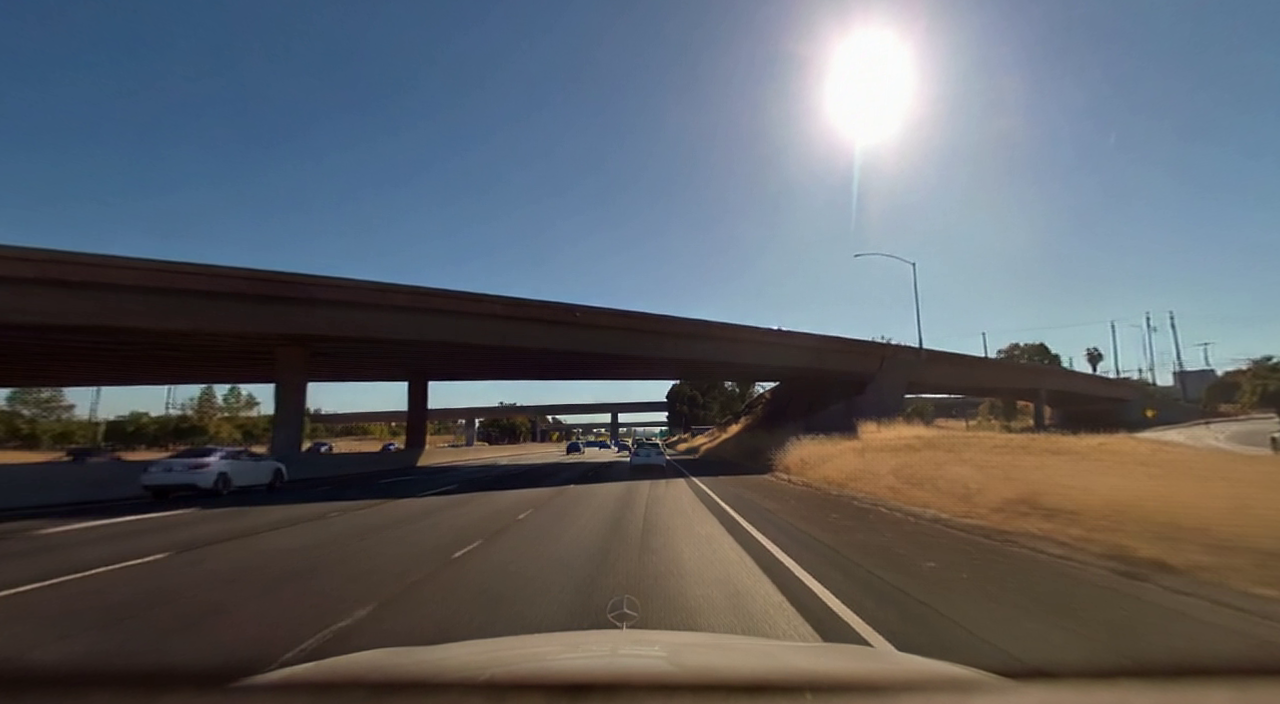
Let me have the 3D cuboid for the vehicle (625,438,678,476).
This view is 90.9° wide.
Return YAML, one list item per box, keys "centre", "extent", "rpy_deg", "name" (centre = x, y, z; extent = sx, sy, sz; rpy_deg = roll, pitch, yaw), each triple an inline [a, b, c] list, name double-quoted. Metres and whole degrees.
- centre: [0.467, 4.512, 27.396]
  extent: [2.145, 1.493, 4.146]
  rpy_deg: [0, -8, 0]
  name: "vehicle"

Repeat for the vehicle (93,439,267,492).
- centre: [-14.764, 3.642, 20.694]
  extent: [1.960, 1.505, 4.854]
  rpy_deg: [0, -8, 2]
  name: "vehicle"
